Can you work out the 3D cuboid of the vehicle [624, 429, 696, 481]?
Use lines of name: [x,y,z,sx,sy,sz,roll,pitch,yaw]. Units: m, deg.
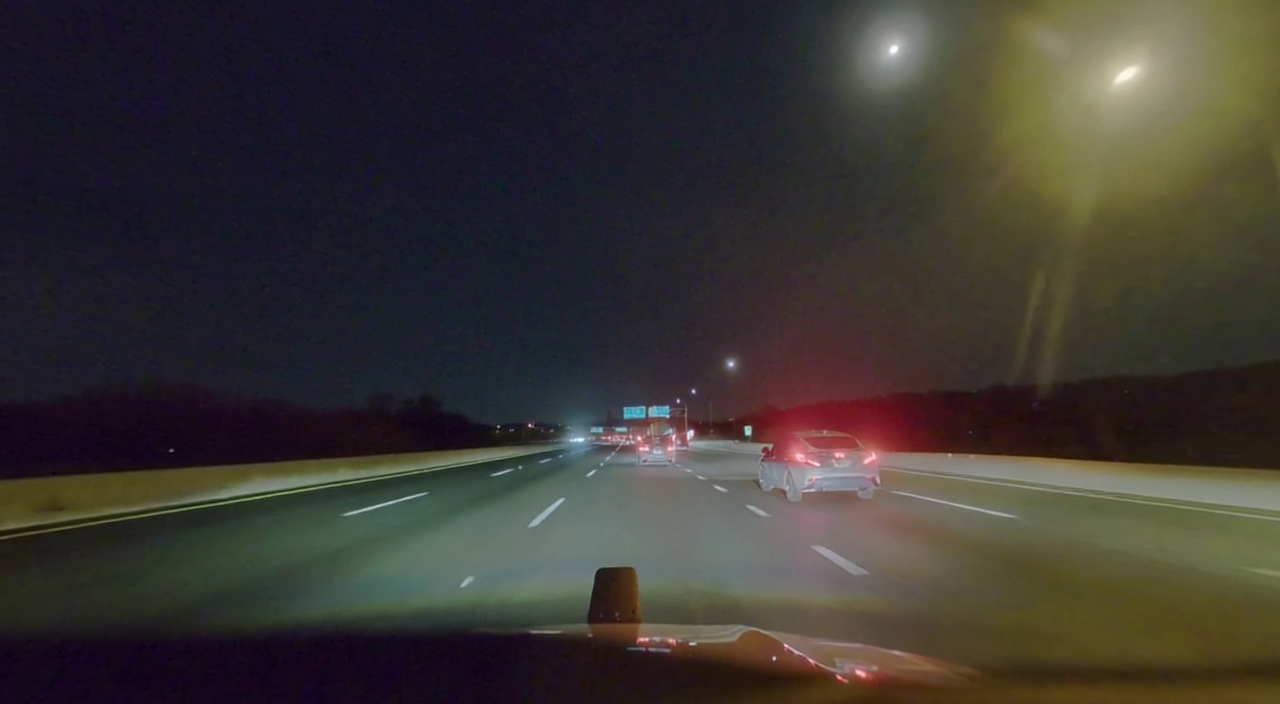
vehicle: [0.542,3.242,20.130,2.046,1.467,3.844,0,-8,-2]
